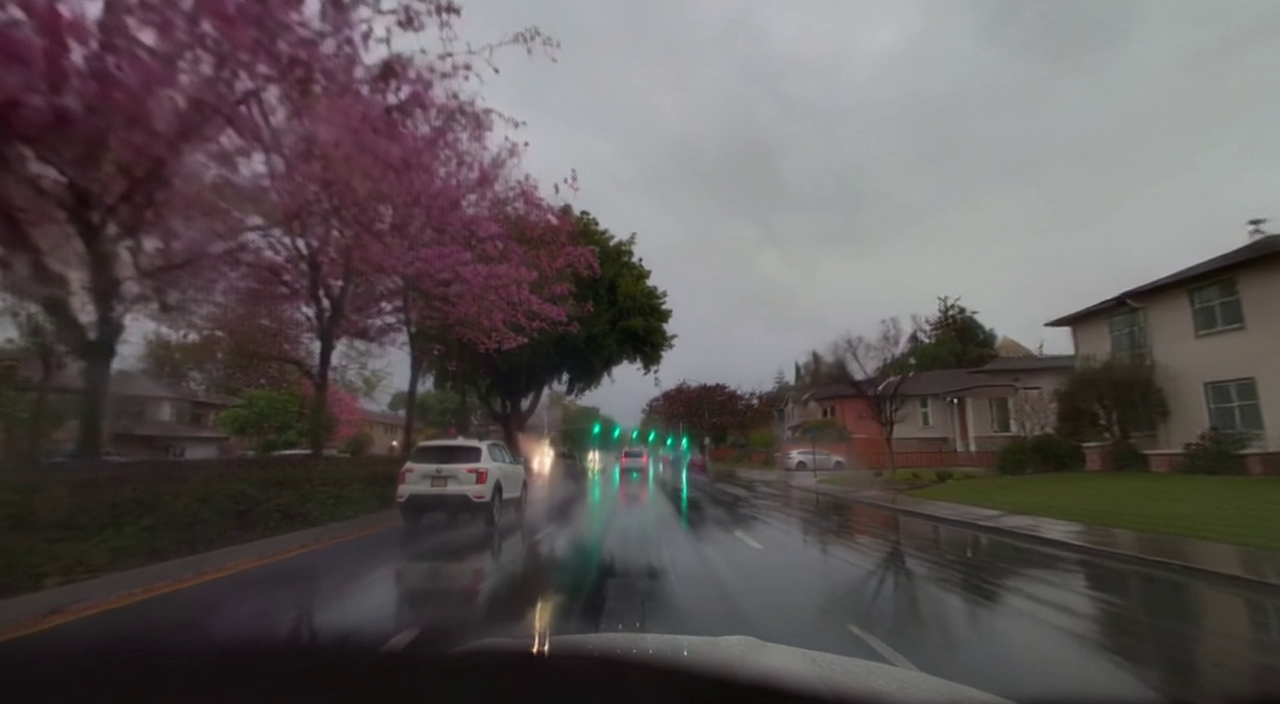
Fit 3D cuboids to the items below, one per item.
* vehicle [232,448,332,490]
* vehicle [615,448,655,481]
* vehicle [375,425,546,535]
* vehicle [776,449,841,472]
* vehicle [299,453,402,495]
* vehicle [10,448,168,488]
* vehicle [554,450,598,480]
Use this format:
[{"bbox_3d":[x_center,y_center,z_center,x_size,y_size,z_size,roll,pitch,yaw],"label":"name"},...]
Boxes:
[{"bbox_3d":[-18.892,6.178,33.728,2.190,1.996,5.402,0,-8,0],"label":"vehicle"},{"bbox_3d":[-0.234,5.960,33.706,1.997,1.636,3.760,0,-8,0],"label":"vehicle"},{"bbox_3d":[-3.551,2.630,13.684,2.161,1.919,4.798,0,-8,2],"label":"vehicle"},{"bbox_3d":[12.693,8.182,47.725,4.482,1.678,1.890,-1,-8,7],"label":"vehicle"},{"bbox_3d":[-11.596,4.906,25.722,1.979,1.483,4.671,-1,-10,0],"label":"vehicle"},{"bbox_3d":[-28.881,6.053,33.390,5.692,1.926,2.274,3,-9,-18],"label":"vehicle"},{"bbox_3d":[-3.633,6.509,36.705,2.066,1.565,3.905,0,-8,1],"label":"vehicle"}]
